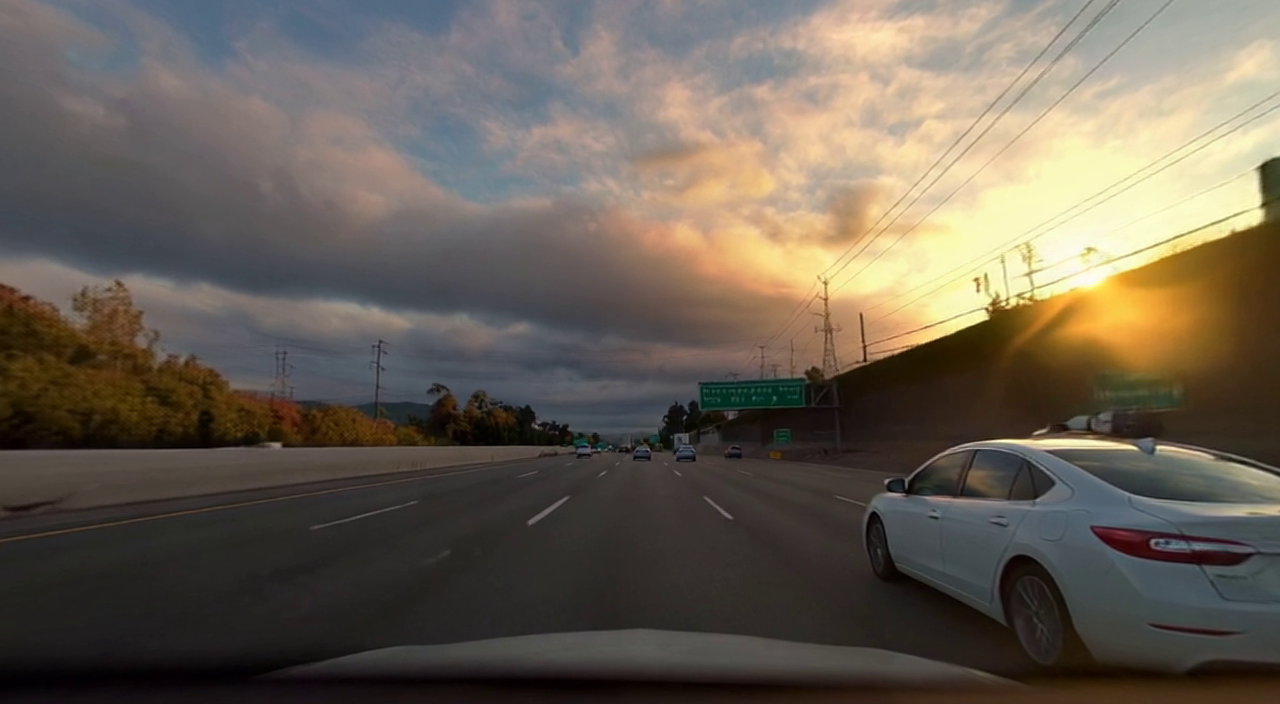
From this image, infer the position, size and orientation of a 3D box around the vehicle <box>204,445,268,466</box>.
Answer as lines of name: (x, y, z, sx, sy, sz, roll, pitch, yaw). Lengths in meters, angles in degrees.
vehicle: (-31.852, 8.174, 49.759, 1.911, 1.528, 4.634, 0, -9, 1)

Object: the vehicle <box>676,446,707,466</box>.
vehicle: (3.944, 8.053, 48.941, 2.076, 1.506, 4.050, 0, -9, 1)
